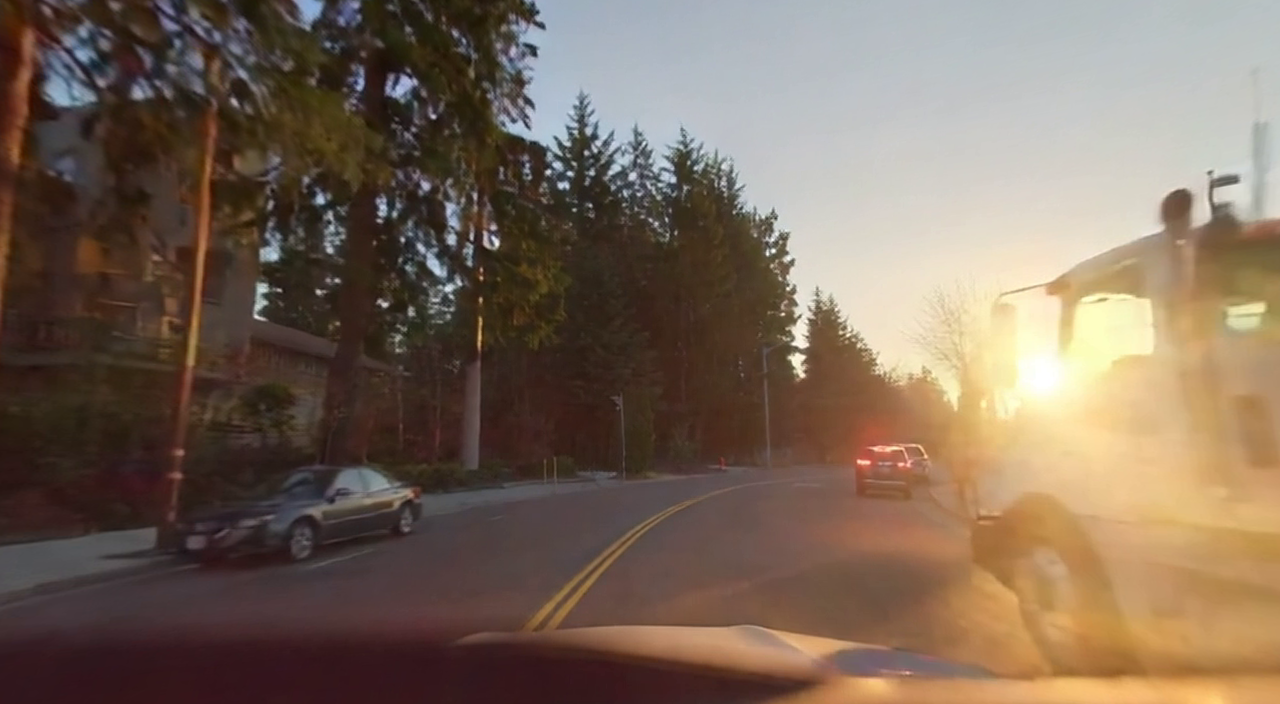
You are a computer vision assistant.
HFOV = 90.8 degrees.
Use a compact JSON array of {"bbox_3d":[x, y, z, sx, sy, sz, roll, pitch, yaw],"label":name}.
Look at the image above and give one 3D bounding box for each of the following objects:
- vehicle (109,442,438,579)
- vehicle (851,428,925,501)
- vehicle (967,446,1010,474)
[{"bbox_3d":[-4.941,2.153,9.432,1.930,1.487,4.213,0,-9,9],"label":"vehicle"},{"bbox_3d":[8.438,3.830,21.751,2.043,2.250,3.024,-2,-9,17],"label":"vehicle"},{"bbox_3d":[24.623,7.617,44.534,1.922,1.785,4.513,-6,-12,36],"label":"vehicle"}]
